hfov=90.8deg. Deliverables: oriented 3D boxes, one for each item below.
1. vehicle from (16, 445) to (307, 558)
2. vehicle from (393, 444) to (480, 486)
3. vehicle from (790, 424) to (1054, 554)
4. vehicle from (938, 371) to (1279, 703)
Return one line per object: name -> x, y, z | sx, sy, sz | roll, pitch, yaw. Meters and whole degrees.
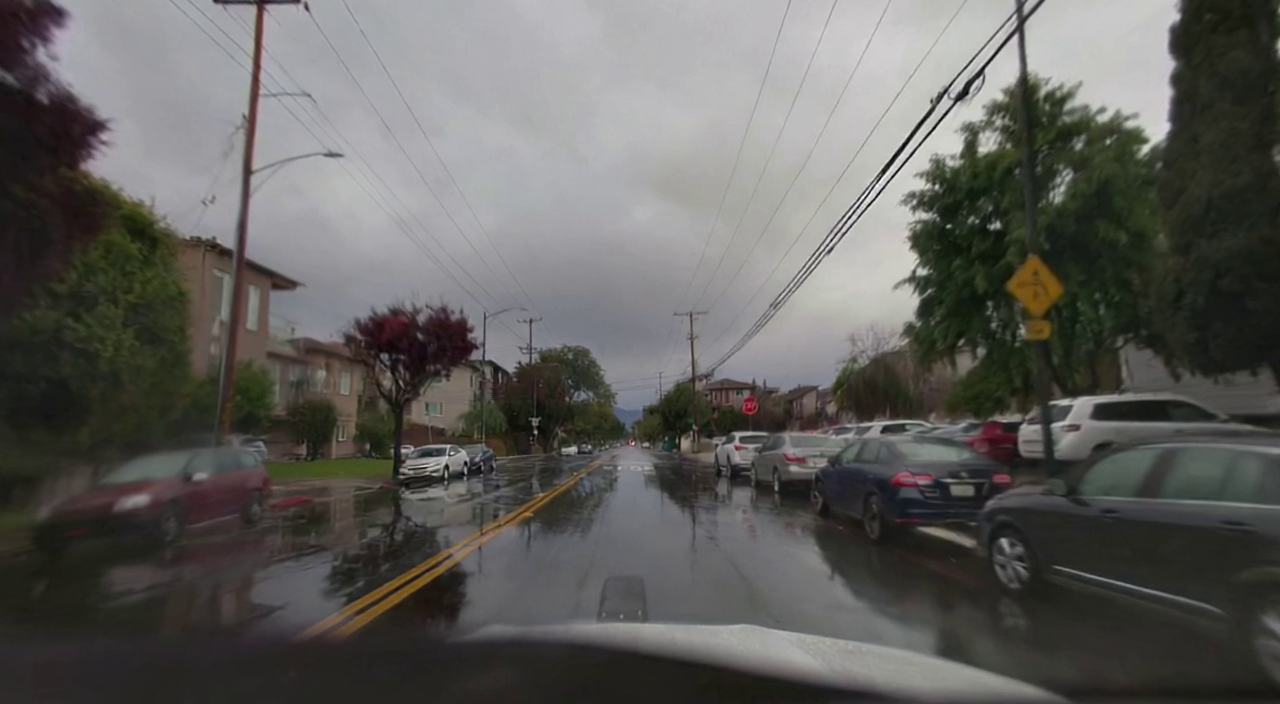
vehicle -> -7.876, 2.432, 11.021 | 1.962, 1.568, 3.939 | 0, -8, 0
vehicle -> -7.918, 4.418, 25.105 | 1.904, 1.488, 4.600 | 0, -8, 0
vehicle -> 4.034, 2.026, 10.117 | 2.133, 1.586, 4.498 | 0, -8, 0
vehicle -> 4.127, 1.160, 4.502 | 1.918, 1.713, 4.275 | 0, -8, 0
